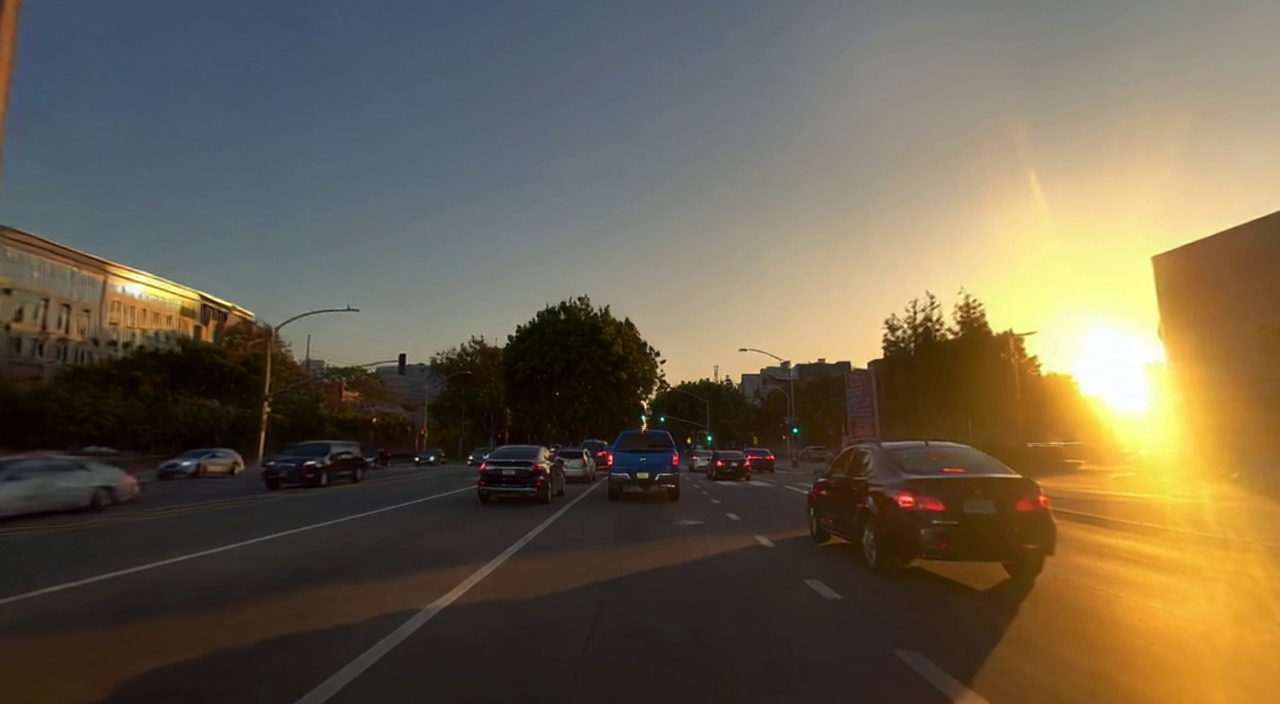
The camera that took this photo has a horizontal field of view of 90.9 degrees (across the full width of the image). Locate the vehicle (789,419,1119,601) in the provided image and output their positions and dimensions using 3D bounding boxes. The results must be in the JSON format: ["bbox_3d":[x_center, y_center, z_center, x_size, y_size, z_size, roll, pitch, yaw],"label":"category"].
[{"bbox_3d":[3.353,1.740,7.867,1.955,1.628,4.152,0,-8,0],"label":"vehicle"}]

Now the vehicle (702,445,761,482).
[{"bbox_3d":[4.036,4.979,28.497,1.968,1.472,4.456,0,-8,-1],"label":"vehicle"}]

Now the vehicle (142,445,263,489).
[{"bbox_3d":[-19.012,4.951,27.696,1.982,1.728,4.696,0,-8,-1],"label":"vehicle"}]

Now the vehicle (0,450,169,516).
[{"bbox_3d":[-15.289,3.360,16.766,1.932,1.449,4.545,0,-8,1],"label":"vehicle"}]

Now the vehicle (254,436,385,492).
[{"bbox_3d":[-11.627,4.074,23.374,2.150,1.838,4.981,0,-8,1],"label":"vehicle"}]

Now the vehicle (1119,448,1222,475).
[{"bbox_3d":[32.007,6.597,38.108,4.345,1.437,1.896,-2,-8,3],"label":"vehicle"}]

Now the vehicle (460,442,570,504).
[{"bbox_3d":[-3.220,3.202,17.221,1.986,1.465,4.509,0,-8,1],"label":"vehicle"}]

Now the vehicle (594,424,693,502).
[{"bbox_3d":[0.092,3.154,18.379,2.493,1.934,4.957,0,-8,0],"label":"vehicle"}]
